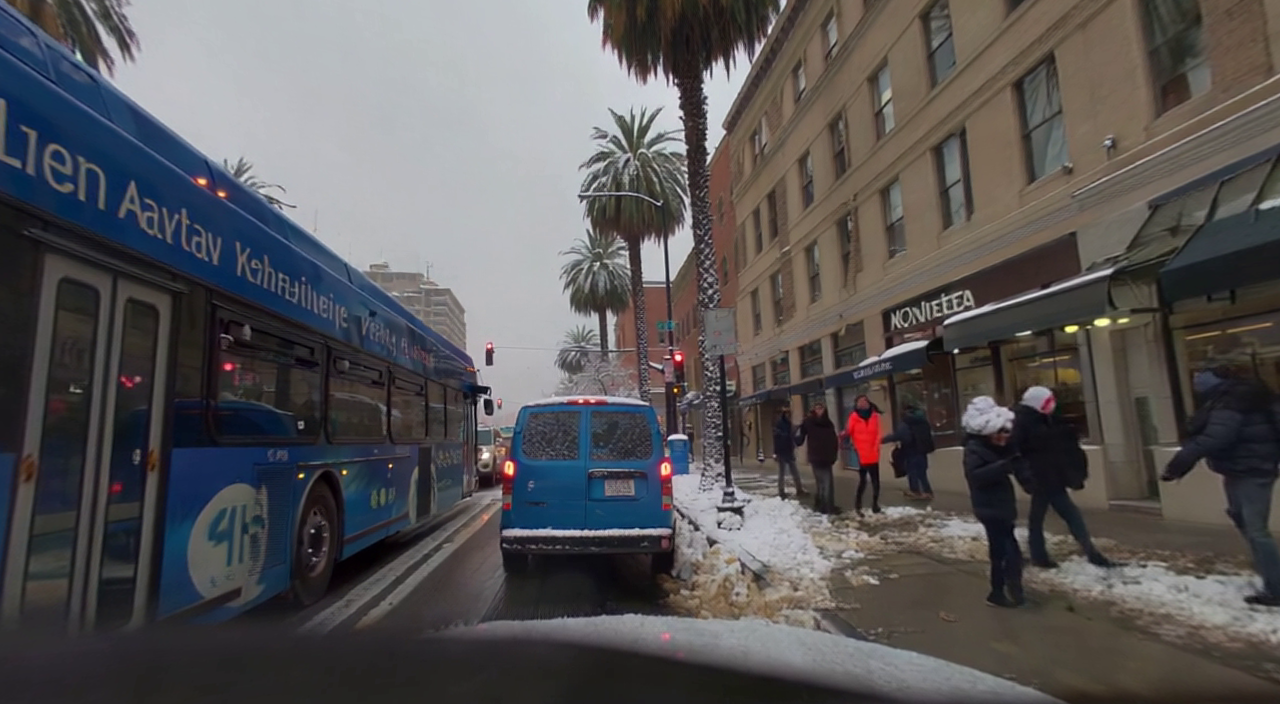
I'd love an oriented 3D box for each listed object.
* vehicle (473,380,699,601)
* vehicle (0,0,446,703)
[{"bbox_3d":[-0.794,1.524,7.789,2.002,1.907,4.211,1,-9,-9],"label":"vehicle"},{"bbox_3d":[-3.764,0.173,3.087,2.863,3.233,11.573,1,-8,-5],"label":"vehicle"}]
